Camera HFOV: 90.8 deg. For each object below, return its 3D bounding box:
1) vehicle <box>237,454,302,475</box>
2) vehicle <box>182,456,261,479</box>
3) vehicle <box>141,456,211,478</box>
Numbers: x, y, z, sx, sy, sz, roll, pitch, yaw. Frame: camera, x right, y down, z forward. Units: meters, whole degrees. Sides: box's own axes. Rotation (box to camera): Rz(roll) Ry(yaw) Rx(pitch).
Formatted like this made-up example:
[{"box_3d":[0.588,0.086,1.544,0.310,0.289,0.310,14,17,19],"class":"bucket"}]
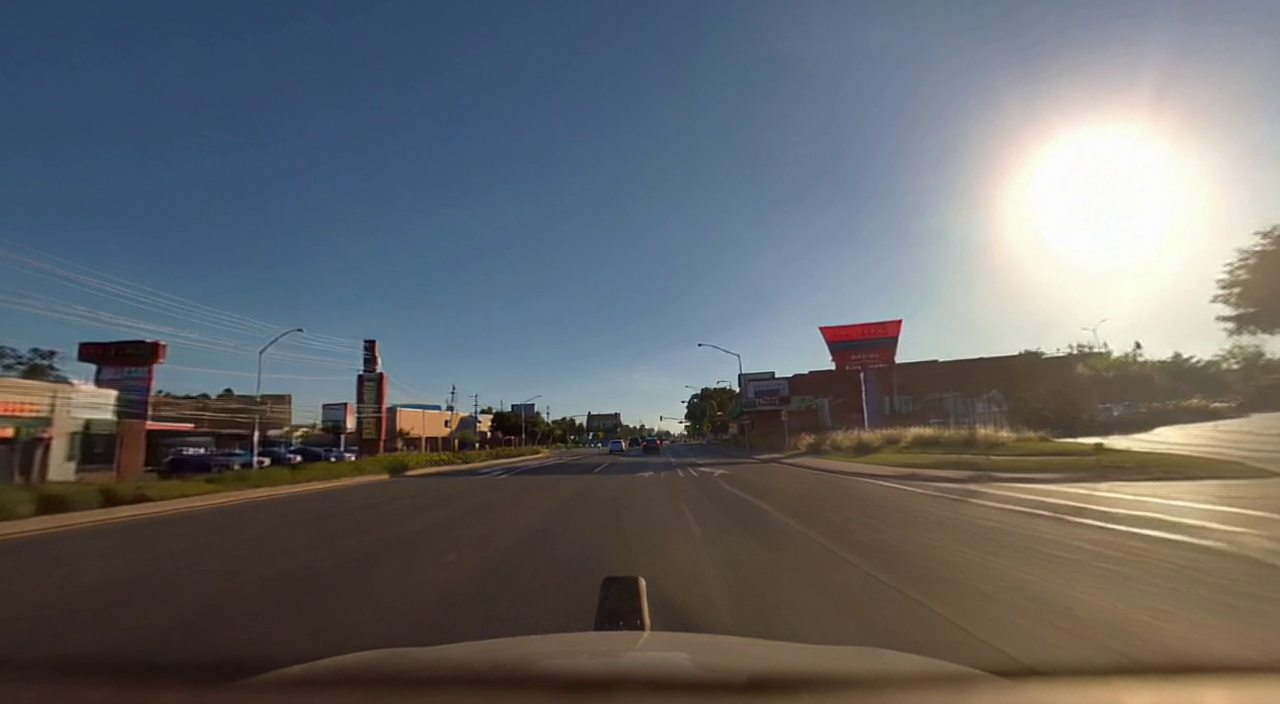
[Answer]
[{"box_3d":[-28.998,8.794,49.668,1.960,1.478,4.949,-1,-9,3],"class":"vehicle"},{"box_3d":[-29.094,8.035,44.145,1.920,1.442,4.998,-1,-9,2],"class":"vehicle"},{"box_3d":[-31.640,7.860,43.229,1.815,1.401,3.775,-1,-10,2],"class":"vehicle"}]
